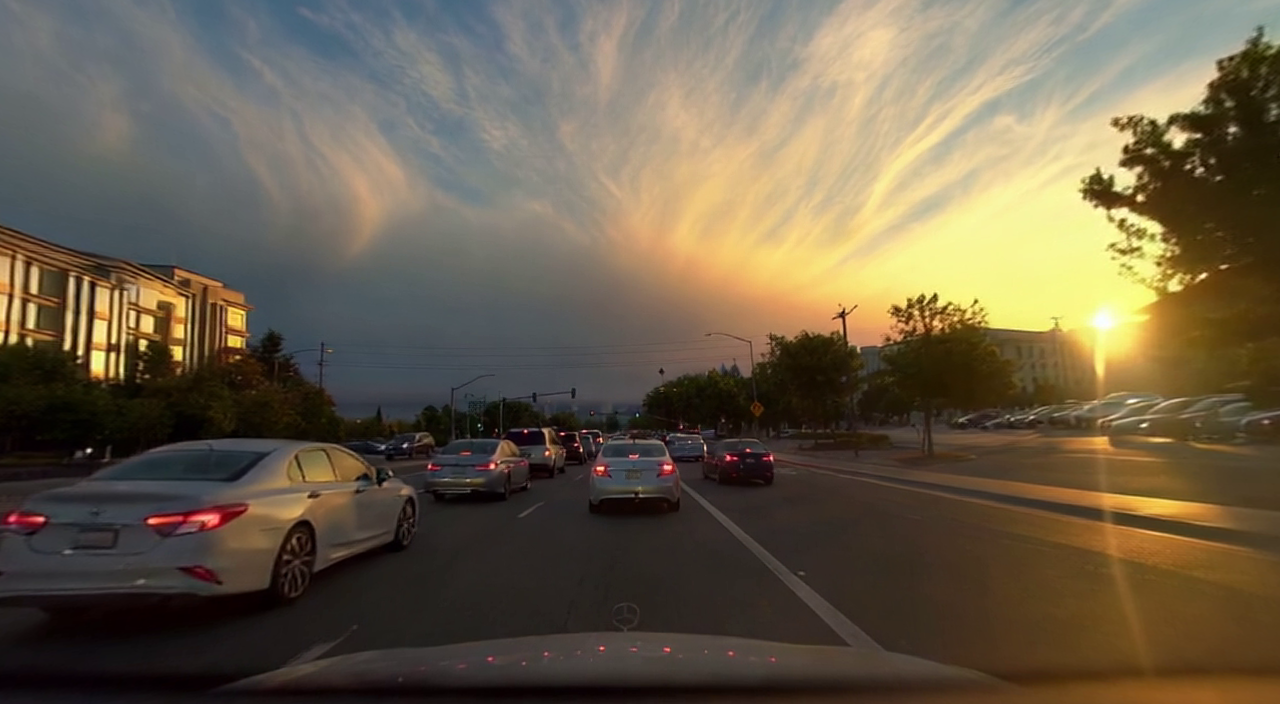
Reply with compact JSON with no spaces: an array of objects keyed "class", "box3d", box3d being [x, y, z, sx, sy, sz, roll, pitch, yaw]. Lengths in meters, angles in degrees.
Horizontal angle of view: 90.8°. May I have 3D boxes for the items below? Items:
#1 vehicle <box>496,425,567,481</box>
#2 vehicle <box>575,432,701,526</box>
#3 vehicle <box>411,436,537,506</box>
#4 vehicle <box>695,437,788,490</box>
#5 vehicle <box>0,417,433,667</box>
[{"class":"vehicle","box3d":[-3.971,3.787,23.875,2.054,1.881,4.469,0,-8,-2]},{"class":"vehicle","box3d":[-0.098,2.332,12.169,2.007,1.467,4.059,0,-8,-2]},{"class":"vehicle","box3d":[-3.864,2.839,15.538,1.985,1.467,4.224,0,-8,0]},{"class":"vehicle","box3d":[3.016,3.408,19.744,1.978,1.452,4.381,0,-8,-3]},{"class":"vehicle","box3d":[-3.731,1.461,6.013,2.052,1.475,4.341,0,-8,0]}]
